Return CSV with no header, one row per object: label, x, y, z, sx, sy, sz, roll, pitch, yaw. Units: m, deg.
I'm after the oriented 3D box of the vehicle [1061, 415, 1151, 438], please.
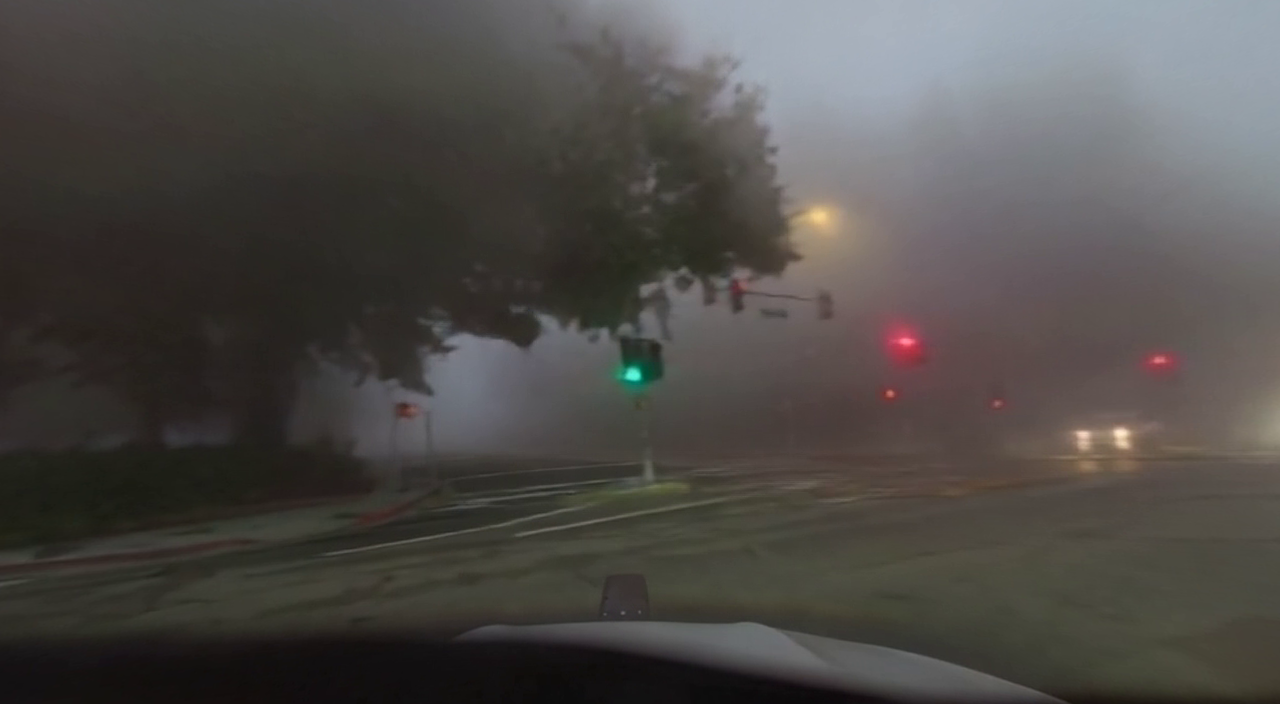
vehicle,36.735,5.925,49.977,5.497,1.631,1.849,-6,-10,36
